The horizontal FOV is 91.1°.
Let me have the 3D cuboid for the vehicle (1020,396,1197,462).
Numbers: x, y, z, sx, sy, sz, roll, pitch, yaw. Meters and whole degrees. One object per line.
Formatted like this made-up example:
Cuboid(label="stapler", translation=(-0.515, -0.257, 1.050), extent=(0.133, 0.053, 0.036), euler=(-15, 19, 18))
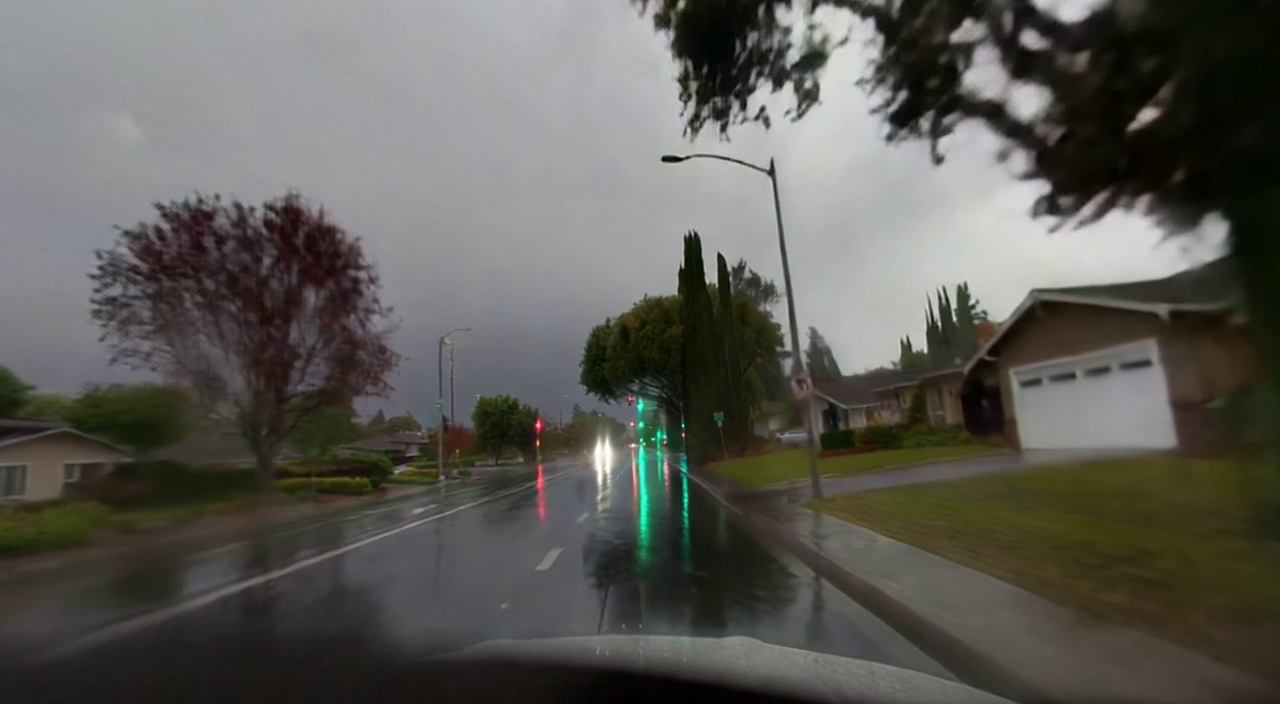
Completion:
Cuboid(label="vehicle", translation=(14.305, 2.379, 19.334), extent=(3.917, 1.454, 1.725), euler=(-7, -8, 0))
